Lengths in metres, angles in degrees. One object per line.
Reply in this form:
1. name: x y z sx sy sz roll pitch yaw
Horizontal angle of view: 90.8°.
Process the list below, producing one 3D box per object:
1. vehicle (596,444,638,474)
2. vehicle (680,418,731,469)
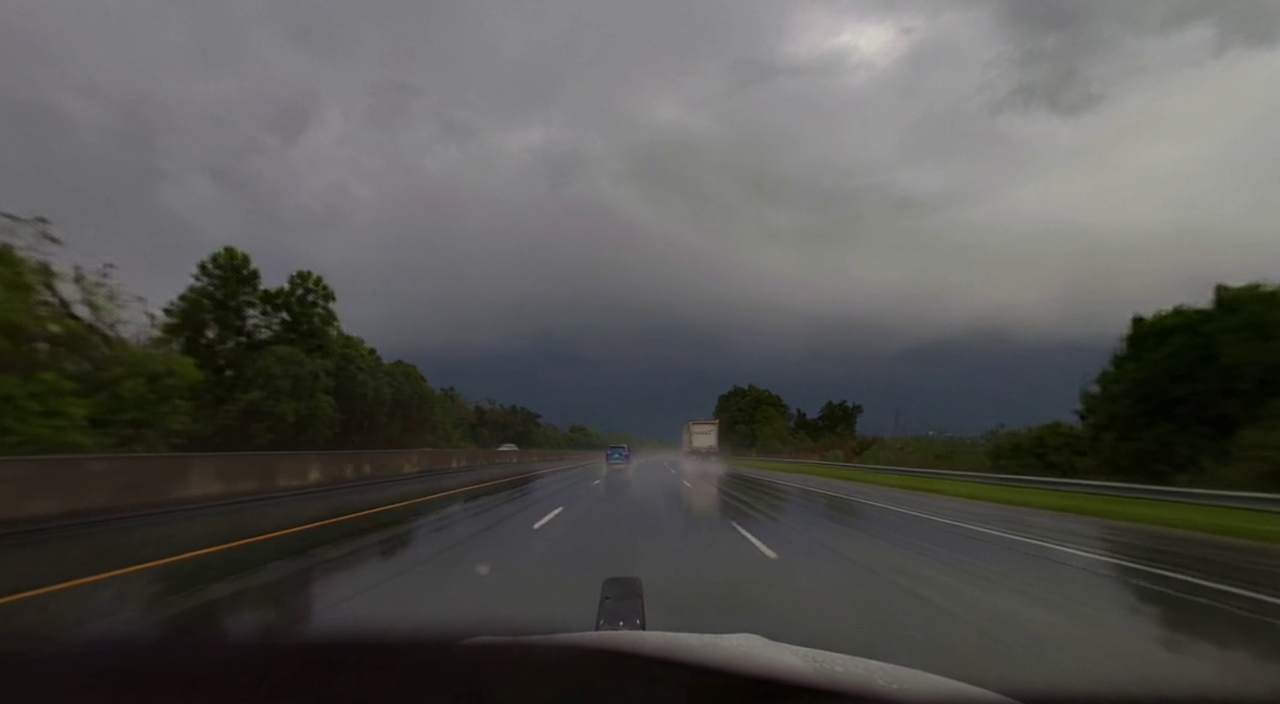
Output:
1. vehicle: -1.317 6.472 38.166 2.297 1.683 4.385 0 -9 2
2. vehicle: 4.796 7.001 48.016 2.960 3.547 8.560 0 -9 0
